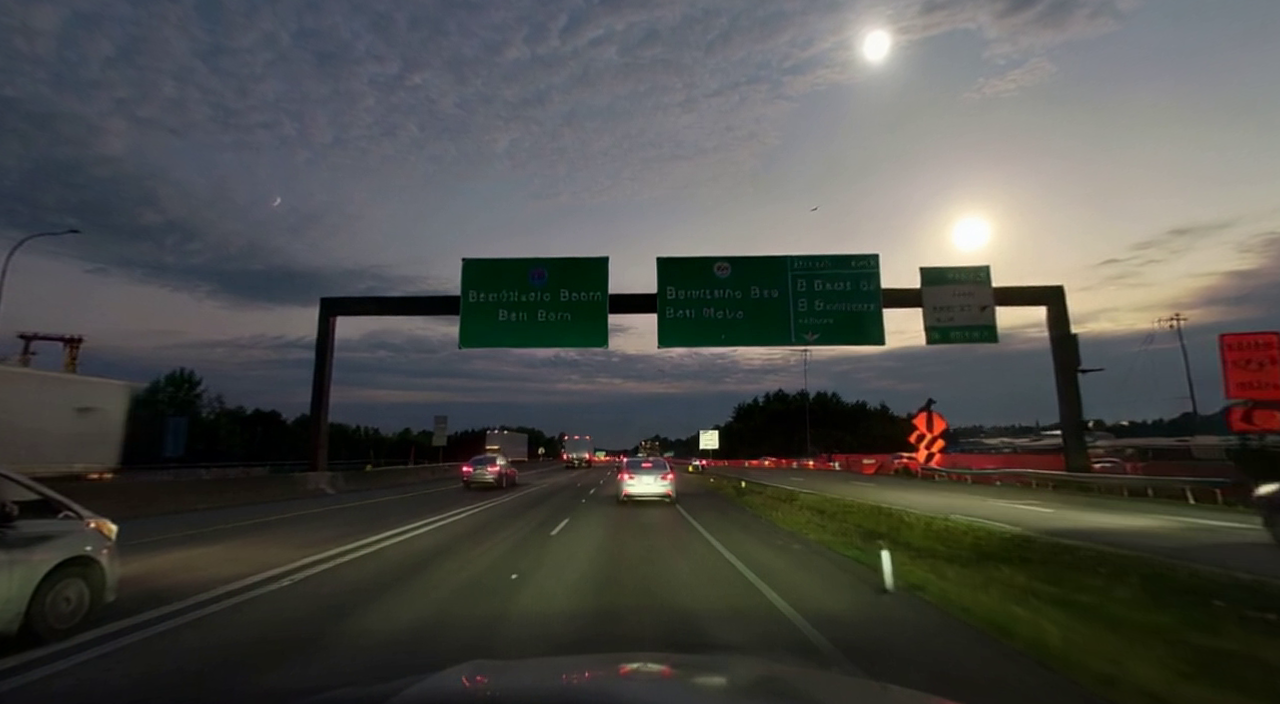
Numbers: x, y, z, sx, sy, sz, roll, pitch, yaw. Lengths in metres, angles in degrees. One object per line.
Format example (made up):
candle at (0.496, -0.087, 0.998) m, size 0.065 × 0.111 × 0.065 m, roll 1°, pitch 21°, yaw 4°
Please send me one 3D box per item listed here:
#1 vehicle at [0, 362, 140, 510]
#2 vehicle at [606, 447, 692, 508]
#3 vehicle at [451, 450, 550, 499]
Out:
vehicle at (-19.131, 1.978, 15.124) m, size 2.839 × 4.040 × 14.032 m, roll 0°, pitch -9°, yaw -1°
vehicle at (0.227, 3.323, 17.068) m, size 2.080 × 1.451 × 3.512 m, roll 0°, pitch -9°, yaw 0°
vehicle at (-4.388, 3.904, 20.446) m, size 2.063 × 1.417 × 4.000 m, roll -1°, pitch -9°, yaw 4°
